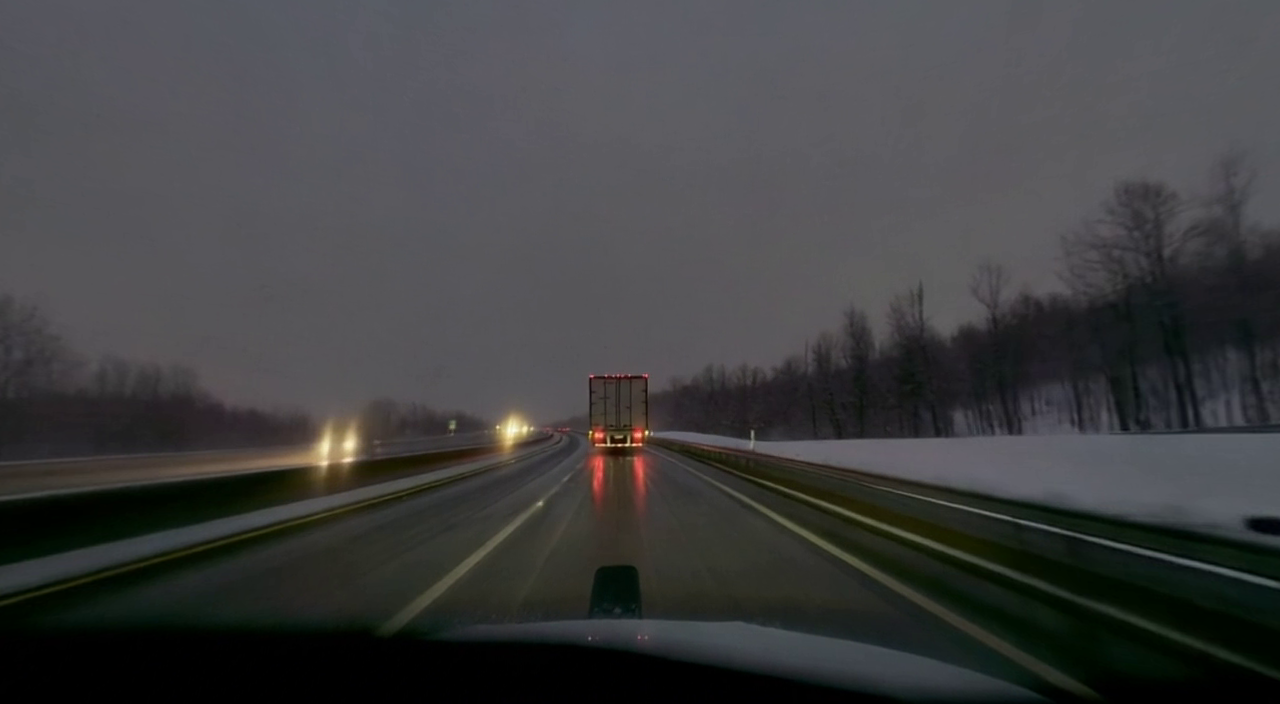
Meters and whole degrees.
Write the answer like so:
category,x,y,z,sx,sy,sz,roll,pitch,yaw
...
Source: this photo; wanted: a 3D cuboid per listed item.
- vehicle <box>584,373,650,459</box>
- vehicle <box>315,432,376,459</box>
category,x,y,z,sx,sy,sz,roll,pitch,yaw
vehicle,-1.317,3.647,34.362,3.023,3.965,10.402,0,-8,-3
vehicle,-18.249,5.816,39.204,1.879,1.564,4.435,0,-8,-4
